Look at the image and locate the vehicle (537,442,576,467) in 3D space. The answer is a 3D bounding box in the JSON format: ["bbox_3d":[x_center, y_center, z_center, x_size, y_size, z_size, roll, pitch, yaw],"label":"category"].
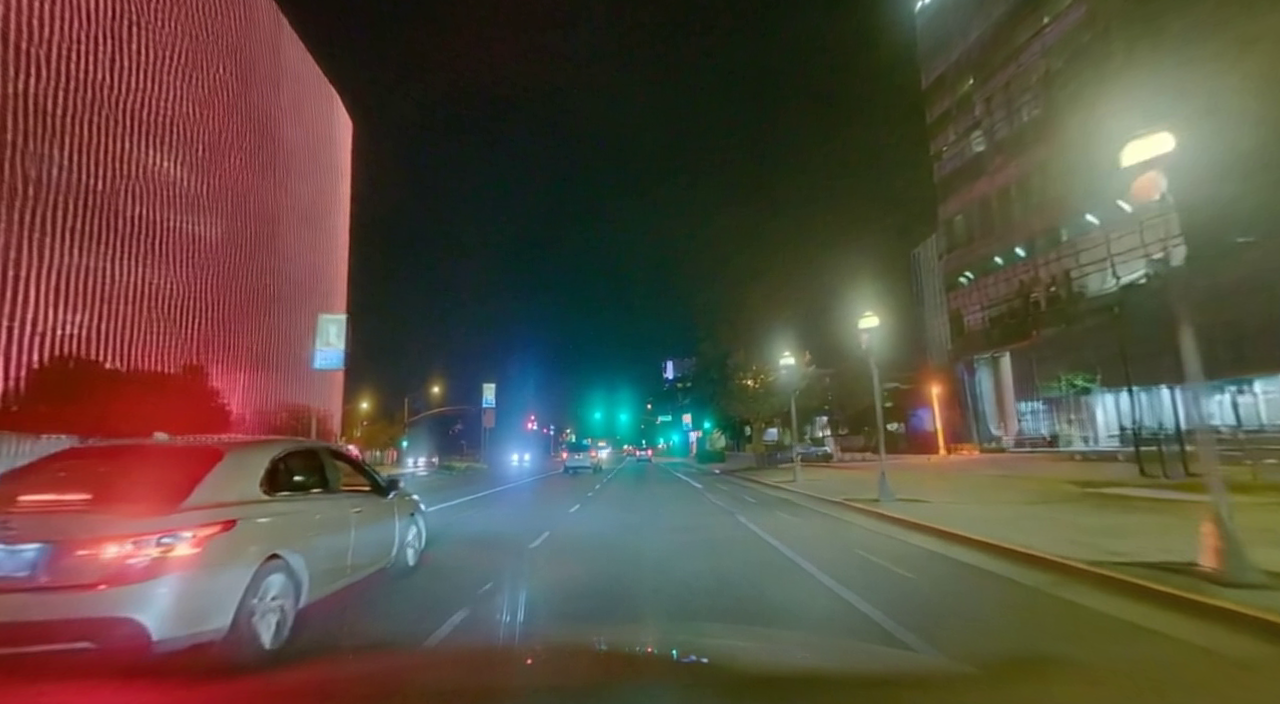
[{"bbox_3d":[-6.290,7.774,48.138,2.224,1.821,4.711,0,-8,1],"label":"vehicle"}]

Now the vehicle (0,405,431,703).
[{"bbox_3d":[-3.323,1.285,4.789,2.040,1.497,4.193,0,-8,0],"label":"vehicle"}]

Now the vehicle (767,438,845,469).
[{"bbox_3d":[10.755,6.581,41.202,4.430,1.683,1.966,-3,-8,0],"label":"vehicle"}]

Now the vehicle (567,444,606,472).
[{"bbox_3d":[-3.161,6.323,37.924,1.983,1.545,3.773,0,-8,1],"label":"vehicle"}]
